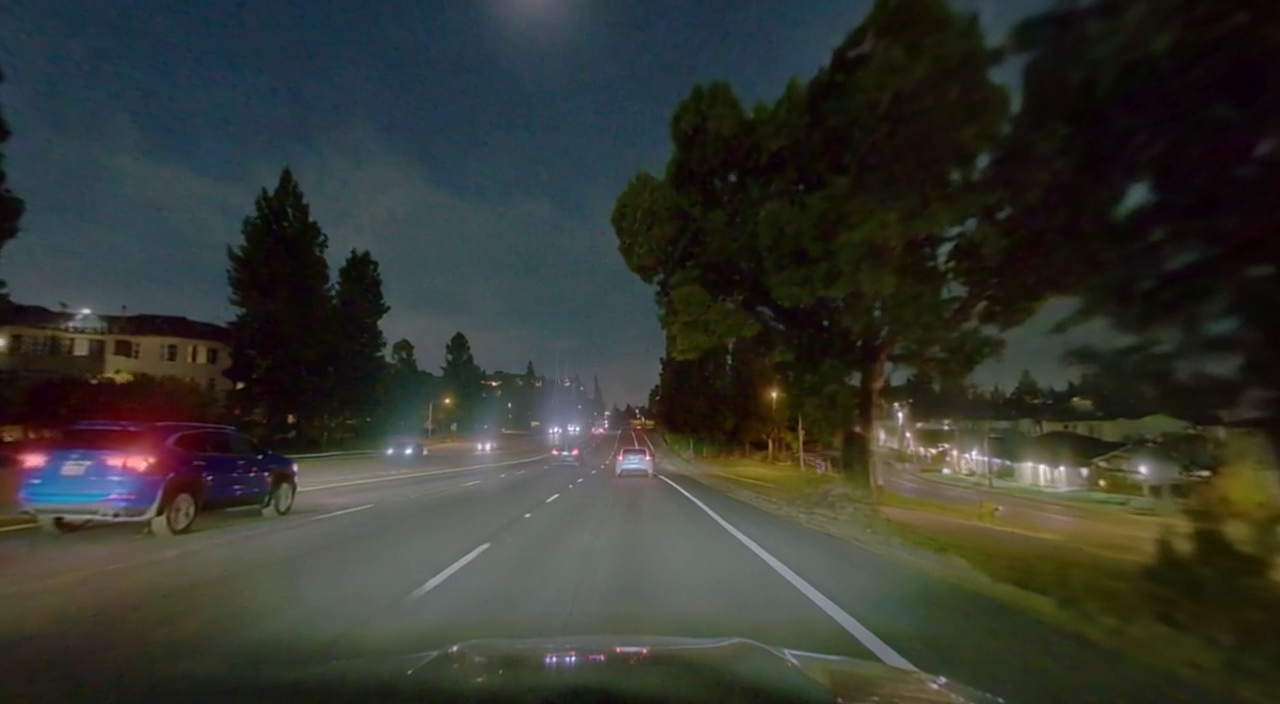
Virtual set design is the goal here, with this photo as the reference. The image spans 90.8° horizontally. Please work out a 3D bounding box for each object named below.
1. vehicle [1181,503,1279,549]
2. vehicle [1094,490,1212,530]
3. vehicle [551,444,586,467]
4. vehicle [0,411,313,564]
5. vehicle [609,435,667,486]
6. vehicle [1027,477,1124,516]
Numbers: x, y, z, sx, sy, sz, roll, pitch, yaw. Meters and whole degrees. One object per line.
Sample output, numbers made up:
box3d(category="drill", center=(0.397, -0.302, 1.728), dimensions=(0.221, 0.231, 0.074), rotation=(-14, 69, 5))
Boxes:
box3d(category="vehicle", center=(28.033, 7.981, 29.158), dimensions=(1.845, 1.533, 4.455), rotation=(1, -9, -7))
box3d(category="vehicle", center=(27.417, 8.460, 34.025), dimensions=(1.874, 1.577, 4.877), rotation=(3, -9, -8))
box3d(category="vehicle", center=(-5.223, 7.657, 46.856), dimensions=(2.123, 1.592, 4.505), rotation=(0, -9, -1))
box3d(category="vehicle", center=(-7.217, 1.862, 9.470), dimensions=(1.997, 1.650, 5.090), rotation=(0, -9, -1))
box3d(category="vehicle", center=(-0.077, 4.337, 25.534), dimensions=(2.125, 1.830, 4.370), rotation=(0, -9, 0))
box3d(category="vehicle", center=(26.765, 8.849, 39.079), dimensions=(1.858, 1.849, 4.942), rotation=(0, -7, -10))
